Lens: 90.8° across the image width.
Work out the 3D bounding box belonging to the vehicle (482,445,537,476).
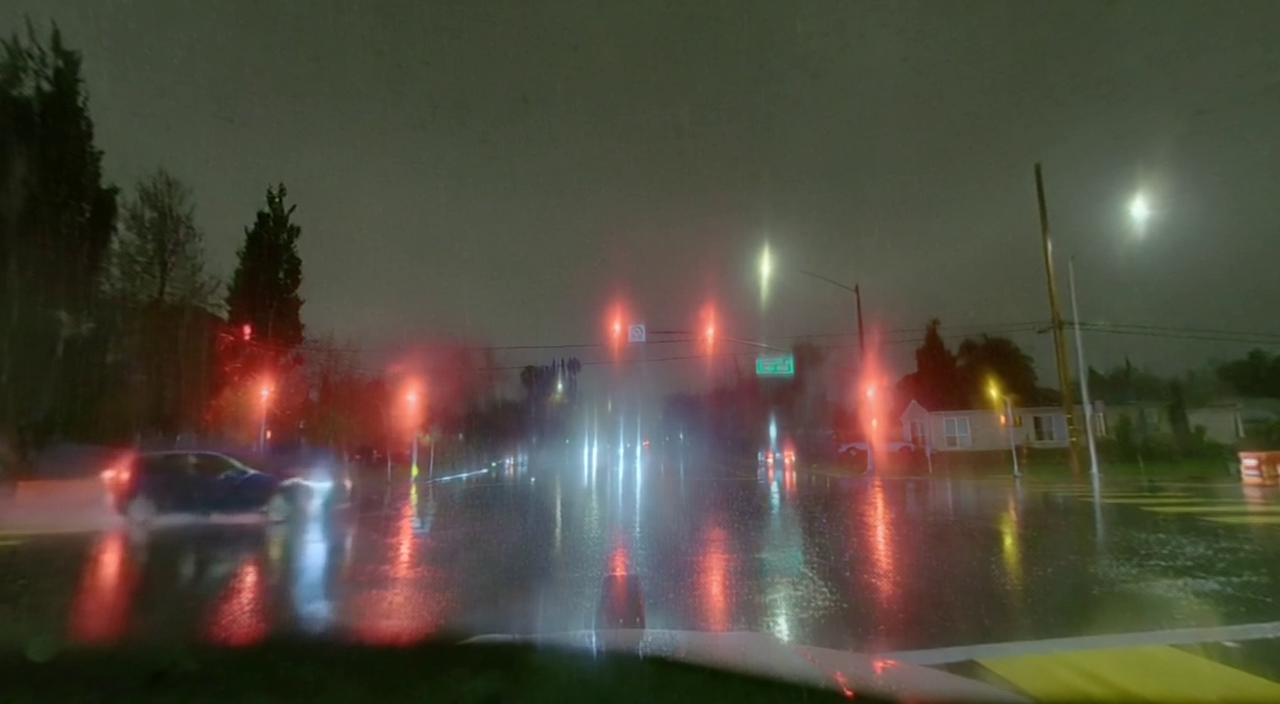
[{"bbox_3d":[-6.600,5.533,32.402,1.881,1.452,4.121,0,-8,1],"label":"vehicle"}]

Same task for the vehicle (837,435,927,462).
[{"bbox_3d":[15.379,6.173,40.320,4.892,1.656,1.856,0,-8,0],"label":"vehicle"}]

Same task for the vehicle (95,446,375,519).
[{"bbox_3d":[-8.872,2.871,14.237,4.860,1.483,2.077,0,-8,0],"label":"vehicle"}]
